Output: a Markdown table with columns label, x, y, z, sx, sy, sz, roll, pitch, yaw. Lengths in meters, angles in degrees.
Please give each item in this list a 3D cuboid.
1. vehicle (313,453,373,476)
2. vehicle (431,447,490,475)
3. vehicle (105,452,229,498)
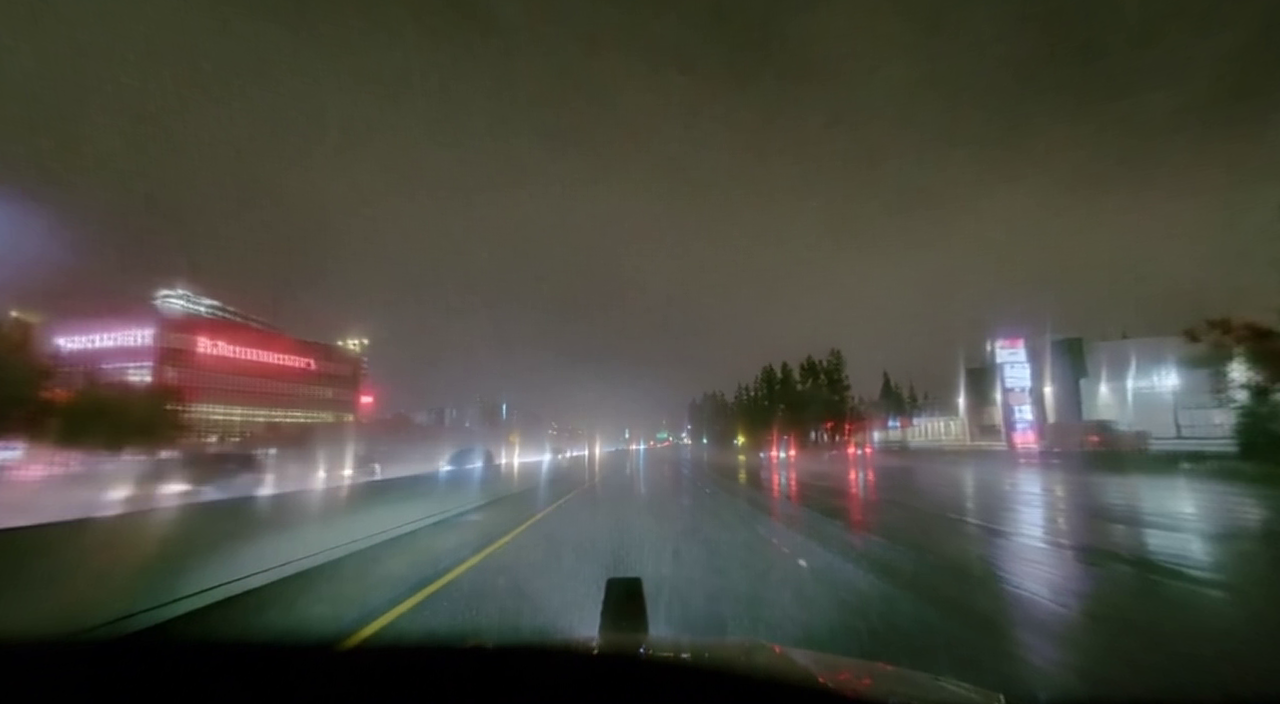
| label | x | y | z | sx | sy | sz | roll | pitch | yaw |
| --- | --- | --- | --- | --- | --- | --- | --- | --- | --- |
| vehicle | -21.074 | 7.994 | 44.996 | 1.912 | 1.479 | 4.749 | 0 | -9 | 1 |
| vehicle | -10.592 | 6.427 | 37.565 | 2.021 | 1.503 | 4.874 | 0 | -9 | 0 |
| vehicle | -19.165 | 4.951 | 25.824 | 2.005 | 1.665 | 4.018 | 0 | -9 | -1 |
